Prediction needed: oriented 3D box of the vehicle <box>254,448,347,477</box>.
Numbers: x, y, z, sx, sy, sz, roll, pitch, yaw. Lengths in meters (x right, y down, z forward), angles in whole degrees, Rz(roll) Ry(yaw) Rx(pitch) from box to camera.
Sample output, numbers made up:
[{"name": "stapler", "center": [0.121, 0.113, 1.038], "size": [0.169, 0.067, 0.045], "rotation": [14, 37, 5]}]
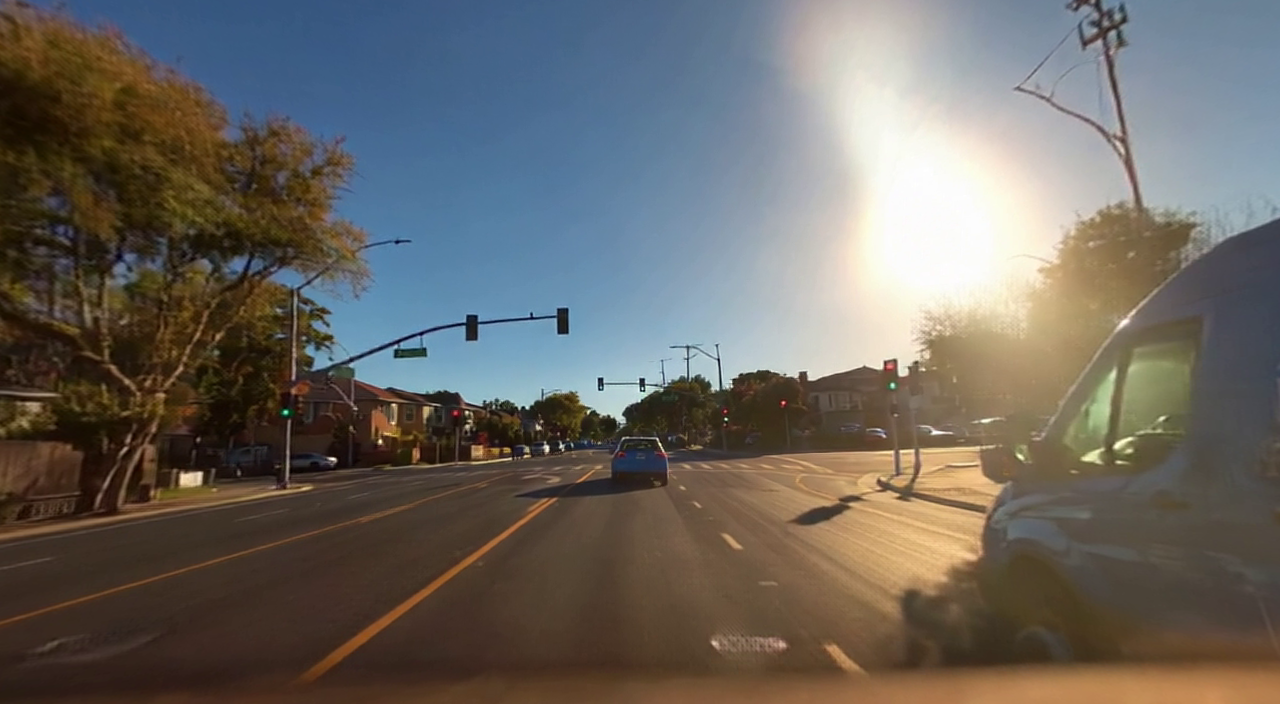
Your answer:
[{"name": "vehicle", "center": [-20.920, 6.790, 39.033], "size": [4.588, 1.703, 1.879], "rotation": [0, -9, 1]}]

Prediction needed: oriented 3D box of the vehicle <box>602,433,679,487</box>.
[{"name": "vehicle", "center": [-0.004, 3.275, 19.339], "size": [2.104, 1.462, 3.991], "rotation": [0, -9, 0]}]

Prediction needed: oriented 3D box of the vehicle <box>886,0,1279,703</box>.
[{"name": "vehicle", "center": [2.938, -0.006, 0.172], "size": [2.770, 3.054, 7.271], "rotation": [0, -9, 0]}]
